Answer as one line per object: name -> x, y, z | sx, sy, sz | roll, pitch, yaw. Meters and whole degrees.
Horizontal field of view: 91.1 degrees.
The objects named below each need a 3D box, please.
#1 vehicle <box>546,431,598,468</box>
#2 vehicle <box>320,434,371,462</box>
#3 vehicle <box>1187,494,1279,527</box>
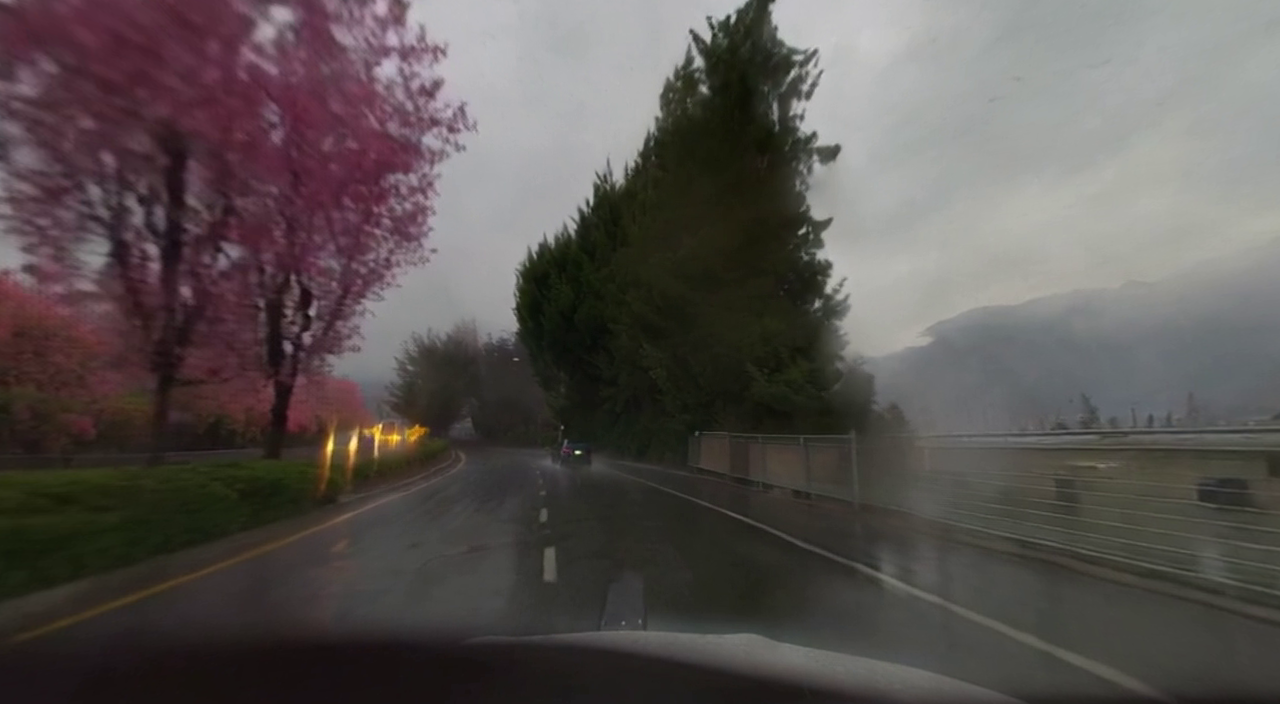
vehicle -> -3.711, 5.207, 33.619 | 2.166, 1.828, 4.607 | 2, -9, -14
vehicle -> -19.742, 6.441, 42.255 | 2.172, 1.738, 4.617 | 2, -9, -14
vehicle -> 37.199, 9.862, 39.063 | 4.607, 1.572, 1.763 | -6, -11, 40
